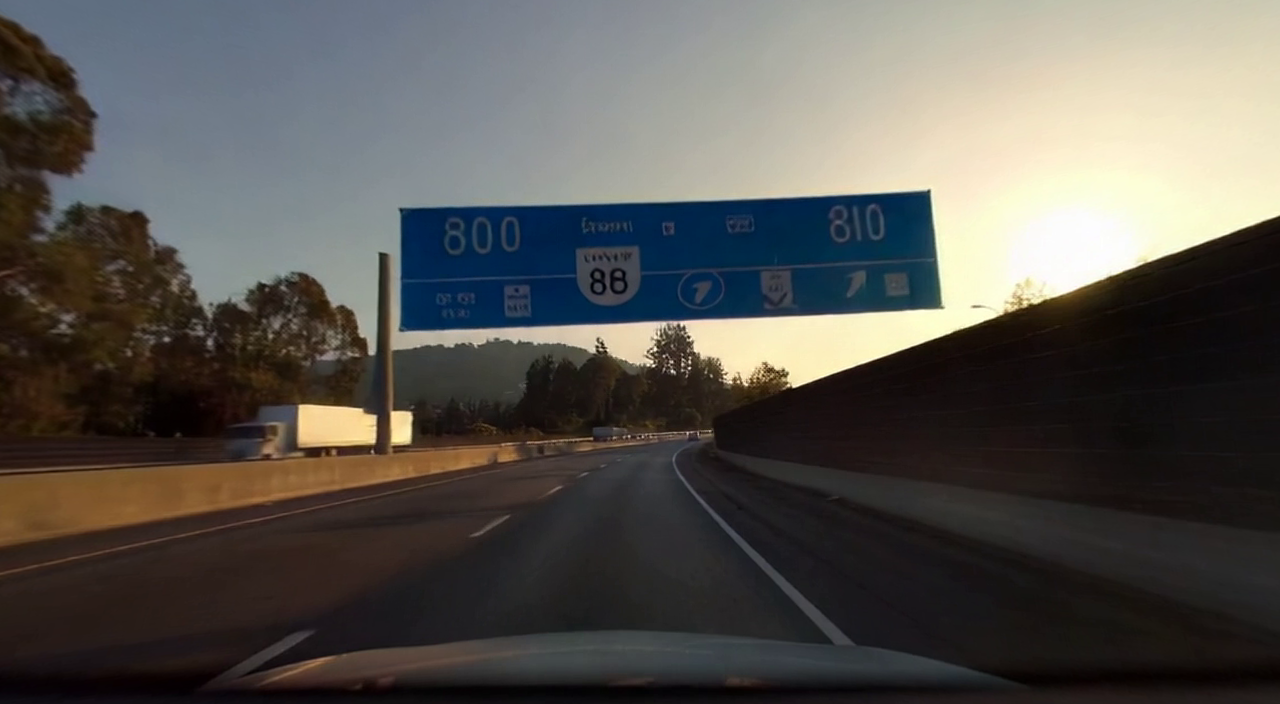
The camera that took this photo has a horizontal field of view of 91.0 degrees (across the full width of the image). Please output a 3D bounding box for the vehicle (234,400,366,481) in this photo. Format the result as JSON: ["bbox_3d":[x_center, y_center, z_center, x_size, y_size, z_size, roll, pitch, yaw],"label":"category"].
[{"bbox_3d":[-17.214,4.569,32.475,3.120,3.715,6.168,-1,-8,2],"label":"vehicle"}]
